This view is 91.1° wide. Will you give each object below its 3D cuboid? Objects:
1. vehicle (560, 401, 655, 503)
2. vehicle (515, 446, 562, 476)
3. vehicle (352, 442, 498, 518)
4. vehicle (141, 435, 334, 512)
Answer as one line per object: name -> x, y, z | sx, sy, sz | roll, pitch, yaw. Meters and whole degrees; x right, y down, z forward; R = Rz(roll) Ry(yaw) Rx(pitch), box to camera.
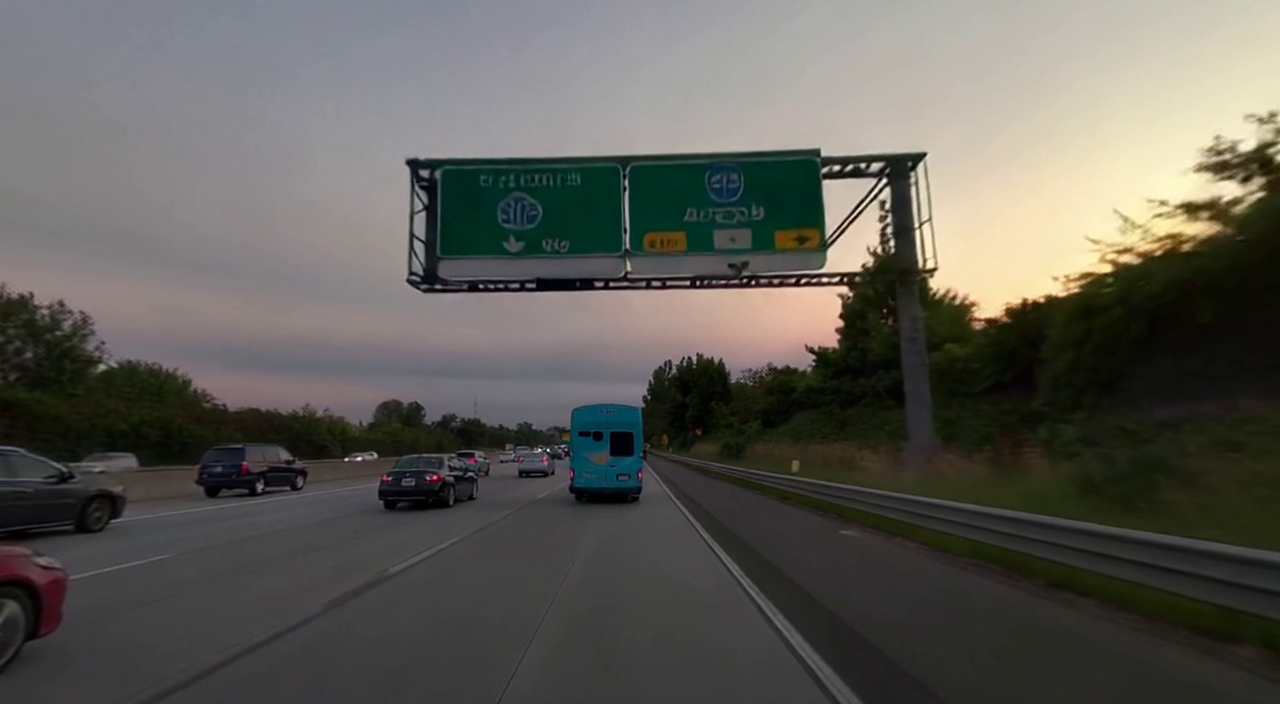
vehicle -> -0.835, 2.934, 18.616 | 2.394, 2.556, 5.232 | 0, -9, 0
vehicle -> -5.240, 5.662, 32.799 | 1.872, 1.480, 3.545 | 0, -9, 0
vehicle -> -4.671, 2.821, 14.353 | 1.876, 1.438, 4.072 | 0, -9, 0
vehicle -> -9.708, 2.947, 15.692 | 2.010, 1.621, 4.252 | 0, -9, -1
